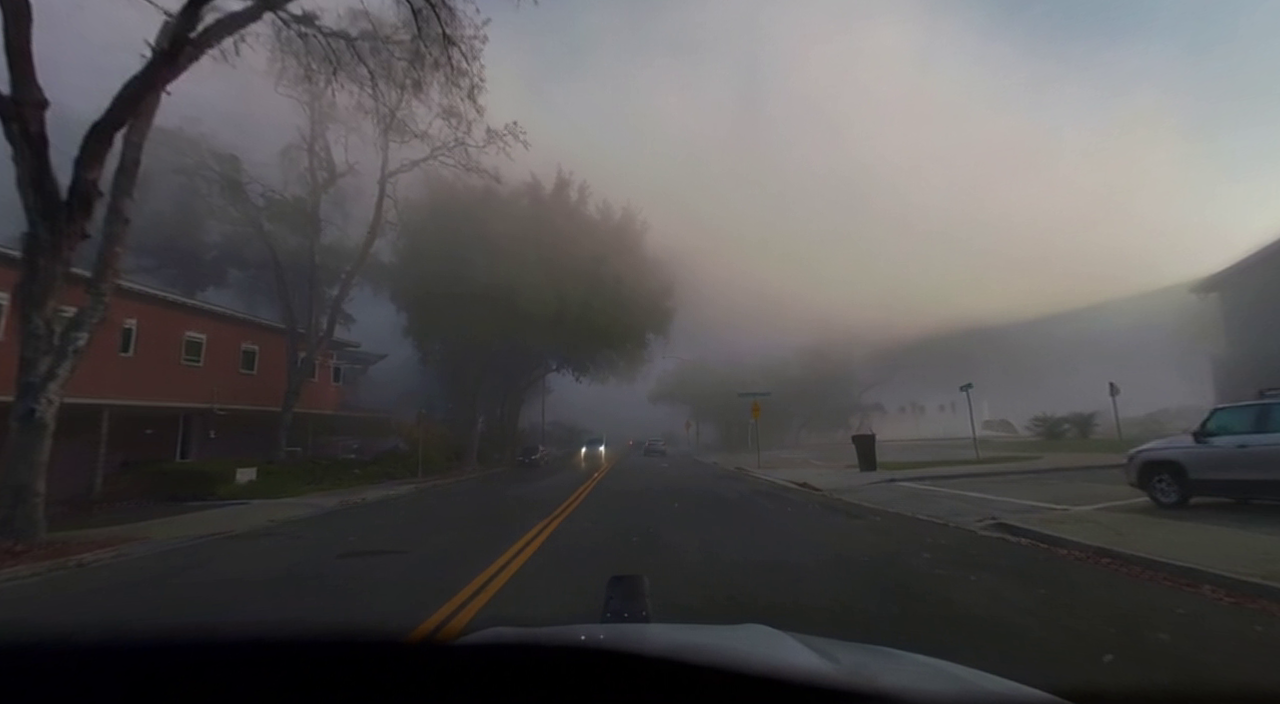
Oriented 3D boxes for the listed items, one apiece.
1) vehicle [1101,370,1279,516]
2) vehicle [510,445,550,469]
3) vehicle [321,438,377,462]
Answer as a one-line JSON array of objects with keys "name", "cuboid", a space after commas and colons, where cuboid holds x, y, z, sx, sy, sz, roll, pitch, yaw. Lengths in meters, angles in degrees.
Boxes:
[{"name": "vehicle", "cuboid": [9.174, 1.253, 8.667, 2.018, 1.840, 4.662, 0, -9, -1]}, {"name": "vehicle", "cuboid": [-7.230, 6.946, 41.960, 1.930, 1.463, 4.195, -1, -8, 0]}, {"name": "vehicle", "cuboid": [-21.362, 7.206, 46.488, 1.906, 1.596, 4.599, -1, -8, 1]}]
